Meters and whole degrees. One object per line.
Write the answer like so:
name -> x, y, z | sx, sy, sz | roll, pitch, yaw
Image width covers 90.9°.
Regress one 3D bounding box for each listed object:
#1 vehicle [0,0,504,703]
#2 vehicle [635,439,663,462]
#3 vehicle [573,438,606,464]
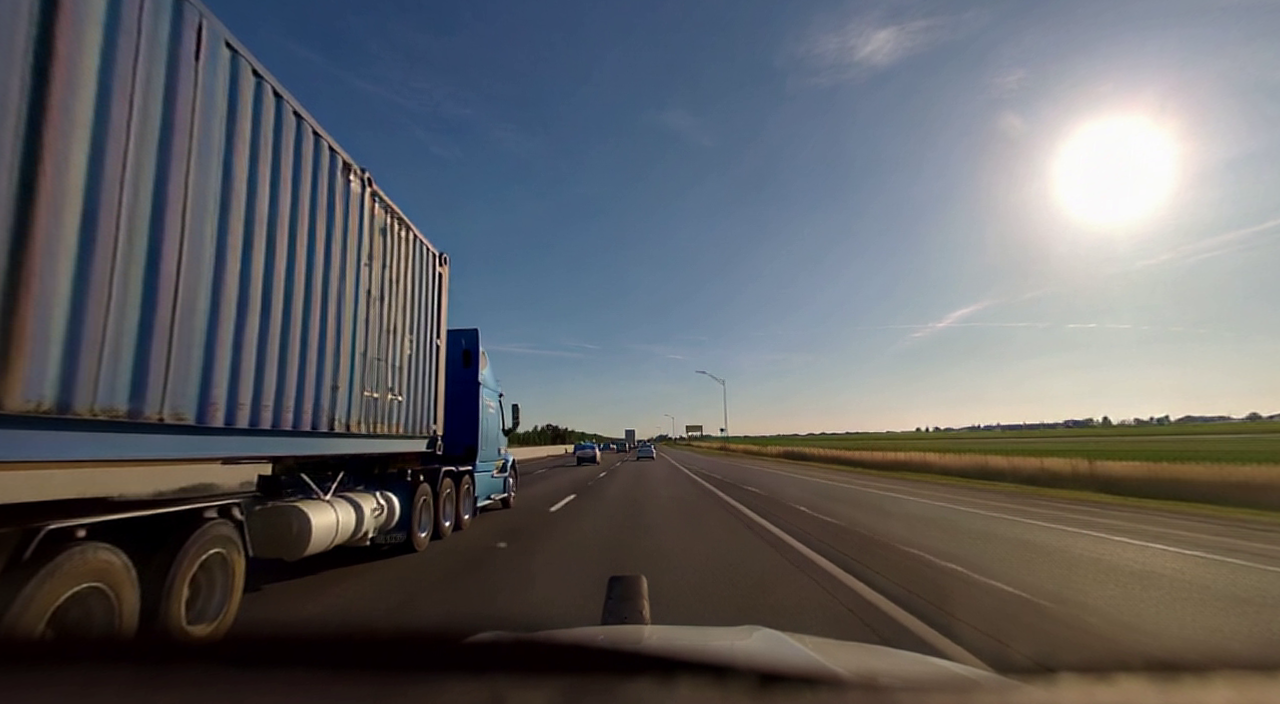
vehicle -> -3.969, -0.034, 4.111 | 2.840, 4.032, 13.388 | 0, -8, 2
vehicle -> 0.677, 7.761, 49.785 | 2.136, 1.718, 4.157 | 0, -8, 0
vehicle -> -3.556, 7.082, 45.339 | 1.995, 1.745, 4.187 | 0, -8, 1
